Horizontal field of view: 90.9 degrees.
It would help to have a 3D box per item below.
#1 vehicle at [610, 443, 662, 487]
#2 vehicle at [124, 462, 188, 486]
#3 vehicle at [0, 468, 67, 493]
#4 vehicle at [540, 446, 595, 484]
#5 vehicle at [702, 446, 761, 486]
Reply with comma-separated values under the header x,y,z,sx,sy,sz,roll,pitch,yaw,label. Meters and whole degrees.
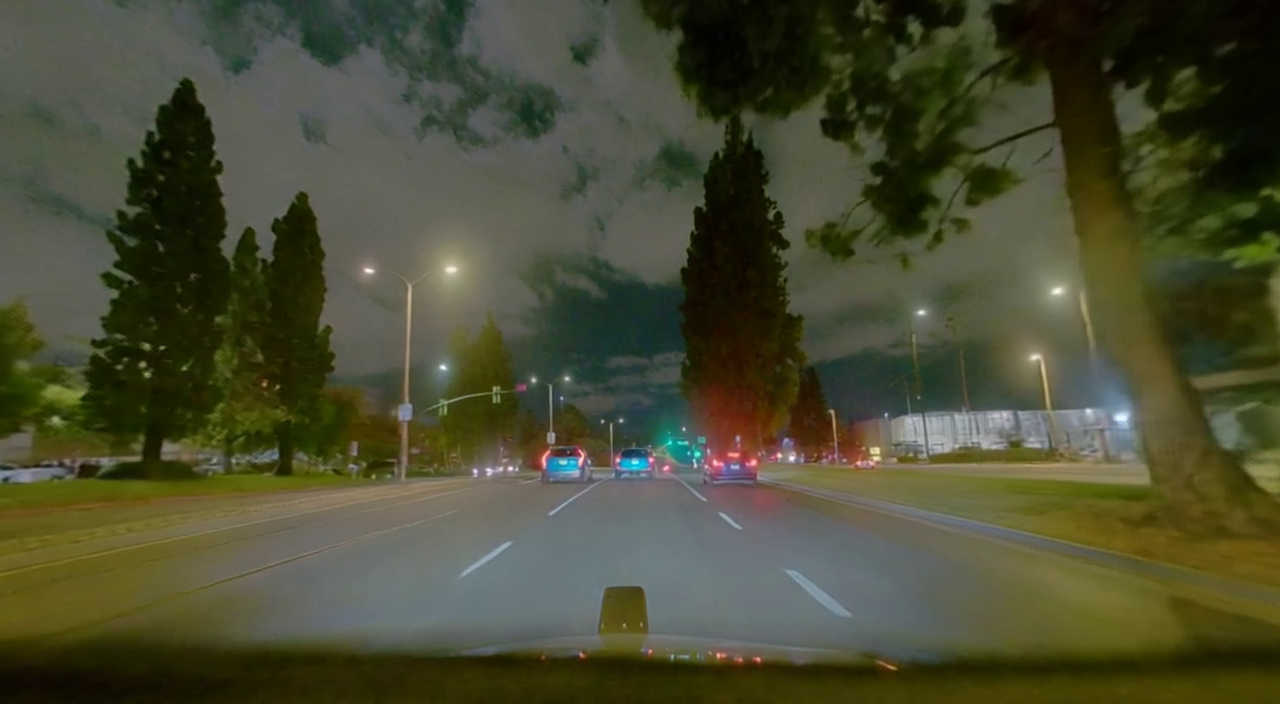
x,y,z,sx,sy,sz,roll,pitch,yaw,label
-0.124,4.767,27.031,2.022,1.700,4.084,0,-8,1,vehicle
-32.516,8.191,42.517,1.742,1.411,4.415,2,-9,-14,vehicle
-42.094,8.893,43.904,1.811,1.441,4.673,4,-9,-25,vehicle
-3.450,5.445,30.853,2.047,1.710,4.314,0,-8,2,vehicle
3.821,4.840,27.054,1.847,1.554,4.052,0,-8,-1,vehicle
